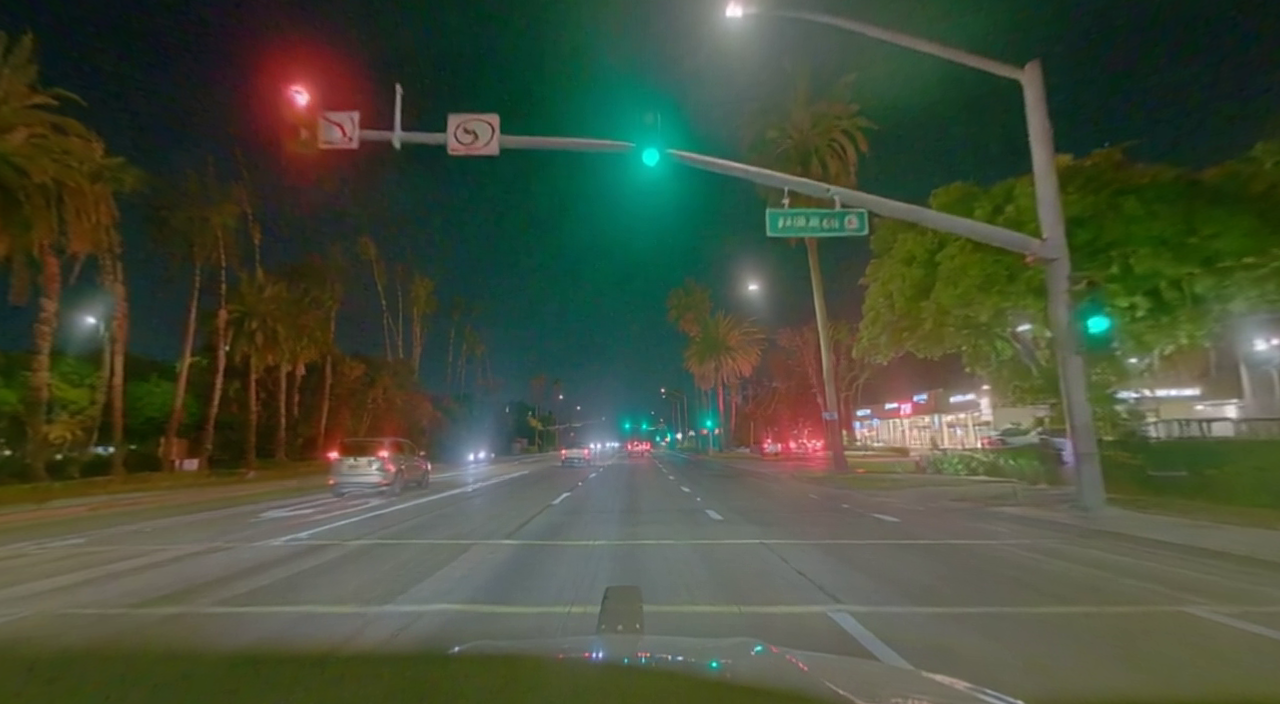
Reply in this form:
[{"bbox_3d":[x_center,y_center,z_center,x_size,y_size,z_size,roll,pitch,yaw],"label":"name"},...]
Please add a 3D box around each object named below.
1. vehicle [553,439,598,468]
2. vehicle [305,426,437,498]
[{"bbox_3d":[-3.564,5.701,35.607,2.181,1.483,4.123,0,-9,-1],"label":"vehicle"},{"bbox_3d":[-7.292,3.029,17.713,2.022,1.746,4.406,0,-9,-4],"label":"vehicle"}]
